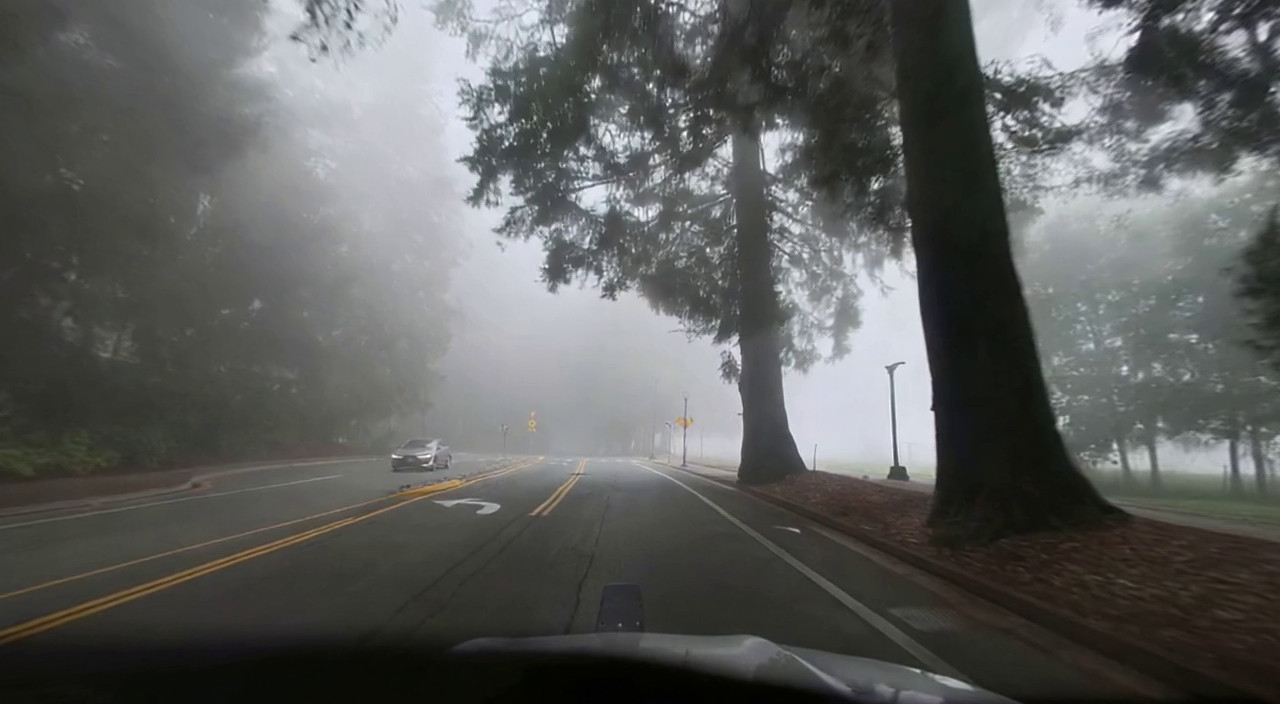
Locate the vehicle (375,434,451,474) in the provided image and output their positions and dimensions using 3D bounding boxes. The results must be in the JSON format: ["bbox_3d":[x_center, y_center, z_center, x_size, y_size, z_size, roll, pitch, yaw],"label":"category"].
[{"bbox_3d":[-9.719,4.379,27.392,2.008,1.565,4.182,0,-8,-5],"label":"vehicle"}]
